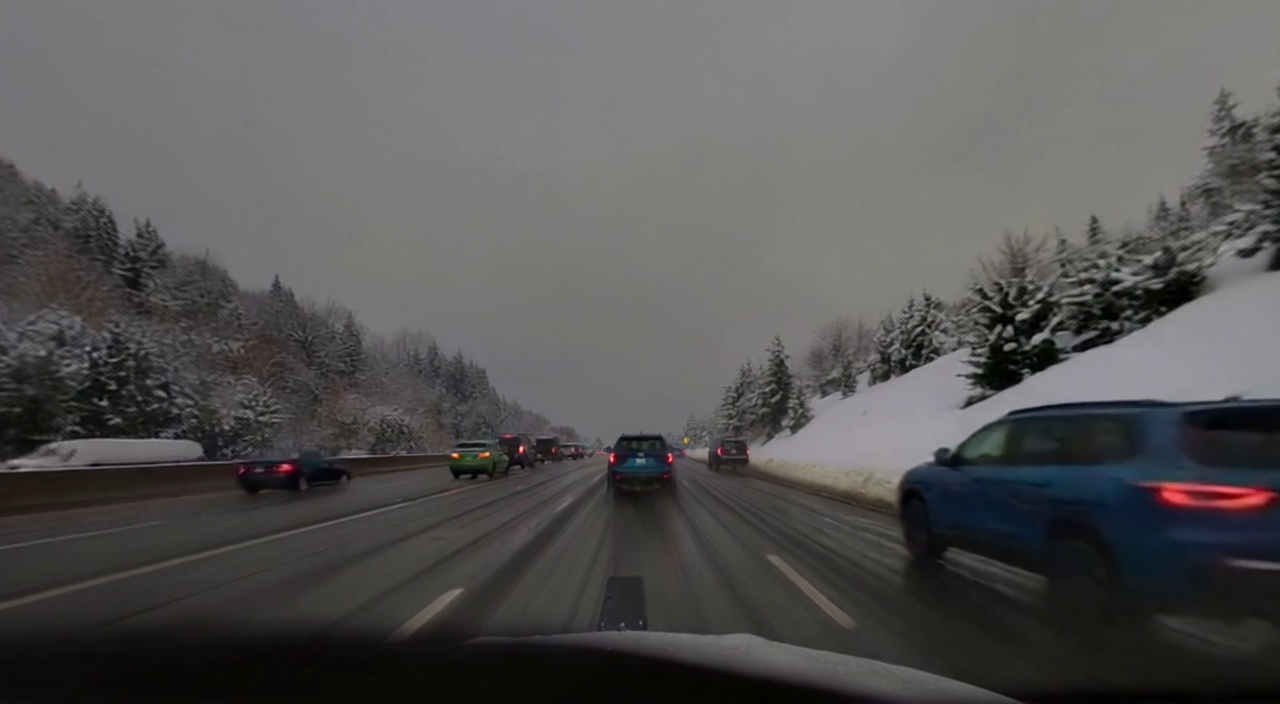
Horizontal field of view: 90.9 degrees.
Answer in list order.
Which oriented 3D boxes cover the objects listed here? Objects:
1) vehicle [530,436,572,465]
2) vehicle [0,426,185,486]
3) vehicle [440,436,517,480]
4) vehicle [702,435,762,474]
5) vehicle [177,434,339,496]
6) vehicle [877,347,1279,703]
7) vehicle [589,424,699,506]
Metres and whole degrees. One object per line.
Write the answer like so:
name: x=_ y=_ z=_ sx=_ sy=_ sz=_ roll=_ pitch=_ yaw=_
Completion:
vehicle: x=-6.441 y=7.194 z=46.227 sx=2.294 sy=1.982 sz=5.040 roll=0 pitch=-9 yaw=1
vehicle: x=-31.966 y=5.951 z=36.553 sx=2.962 sy=2.915 sz=11.161 roll=0 pitch=-9 yaw=0
vehicle: x=-6.765 y=4.498 z=26.975 sx=2.024 sy=1.706 sz=4.462 roll=0 pitch=-9 yaw=1
vehicle: x=4.652 y=5.294 z=32.797 sx=2.204 sy=1.852 sz=5.845 roll=0 pitch=-9 yaw=0
vehicle: x=-11.452 y=3.413 z=19.402 sx=1.999 sy=1.643 sz=4.717 roll=0 pitch=-9 yaw=0
vehicle: x=3.904 y=1.174 z=5.198 sx=2.092 sy=1.723 sz=4.629 roll=0 pitch=-9 yaw=0
vehicle: x=0.094 y=2.849 z=16.294 sx=2.447 sy=1.804 sz=4.273 roll=0 pitch=-9 yaw=0
